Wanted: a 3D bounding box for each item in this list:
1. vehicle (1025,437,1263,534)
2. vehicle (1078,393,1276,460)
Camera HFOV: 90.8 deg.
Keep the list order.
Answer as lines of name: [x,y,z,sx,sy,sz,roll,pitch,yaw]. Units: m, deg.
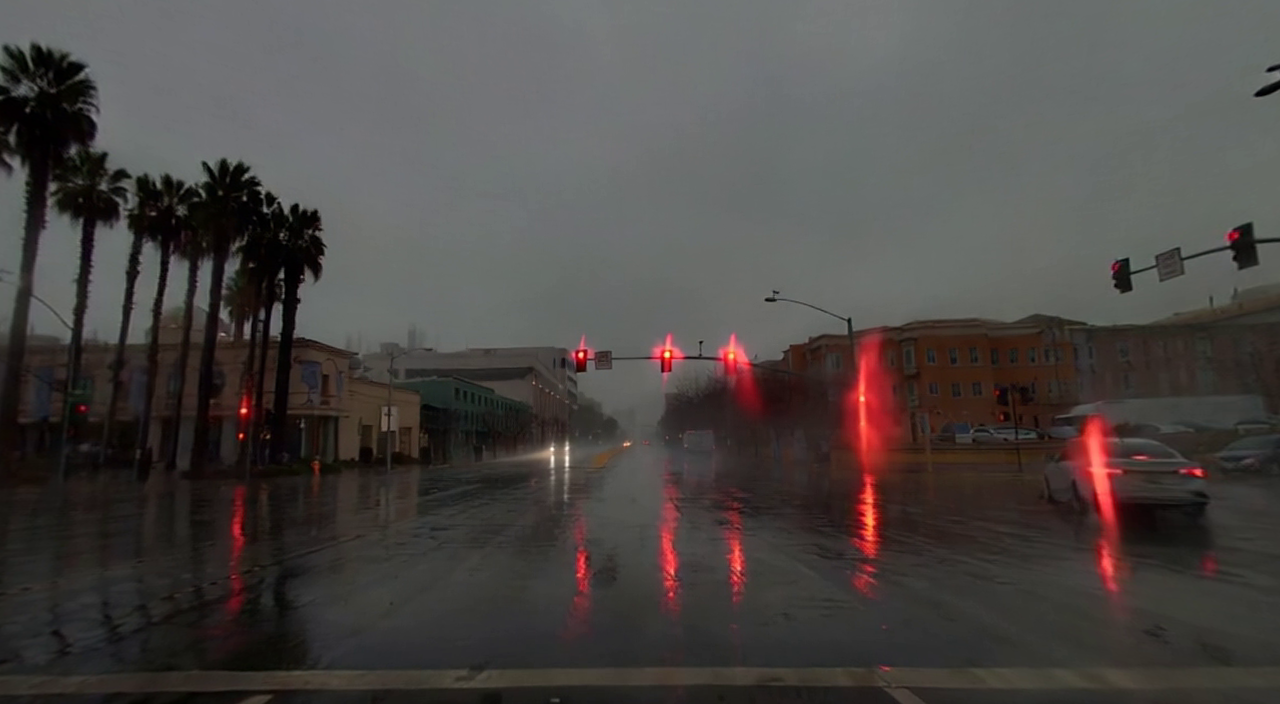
vehicle: [9.308,2.434,12.259,2.003,1.475,4.520,-3,-9,17]
vehicle: [32.637,4.722,39.328,2.863,3.609,10.252,0,-8,-3]
